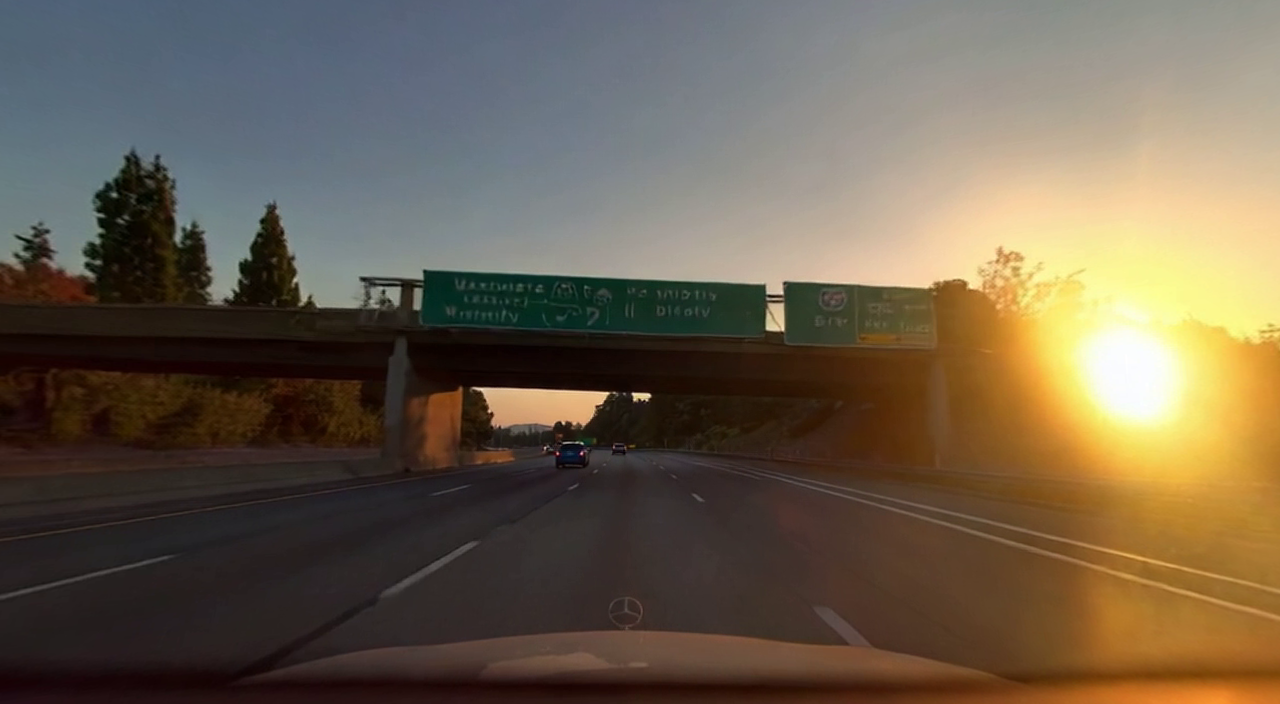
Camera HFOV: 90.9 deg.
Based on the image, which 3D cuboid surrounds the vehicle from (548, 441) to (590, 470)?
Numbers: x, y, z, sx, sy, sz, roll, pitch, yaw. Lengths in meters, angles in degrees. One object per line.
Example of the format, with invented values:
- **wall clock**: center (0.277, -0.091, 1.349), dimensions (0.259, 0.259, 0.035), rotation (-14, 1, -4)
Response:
- **vehicle**: center (-4.390, 6.469, 39.742), dimensions (2.162, 1.724, 4.537), rotation (0, -8, -1)
